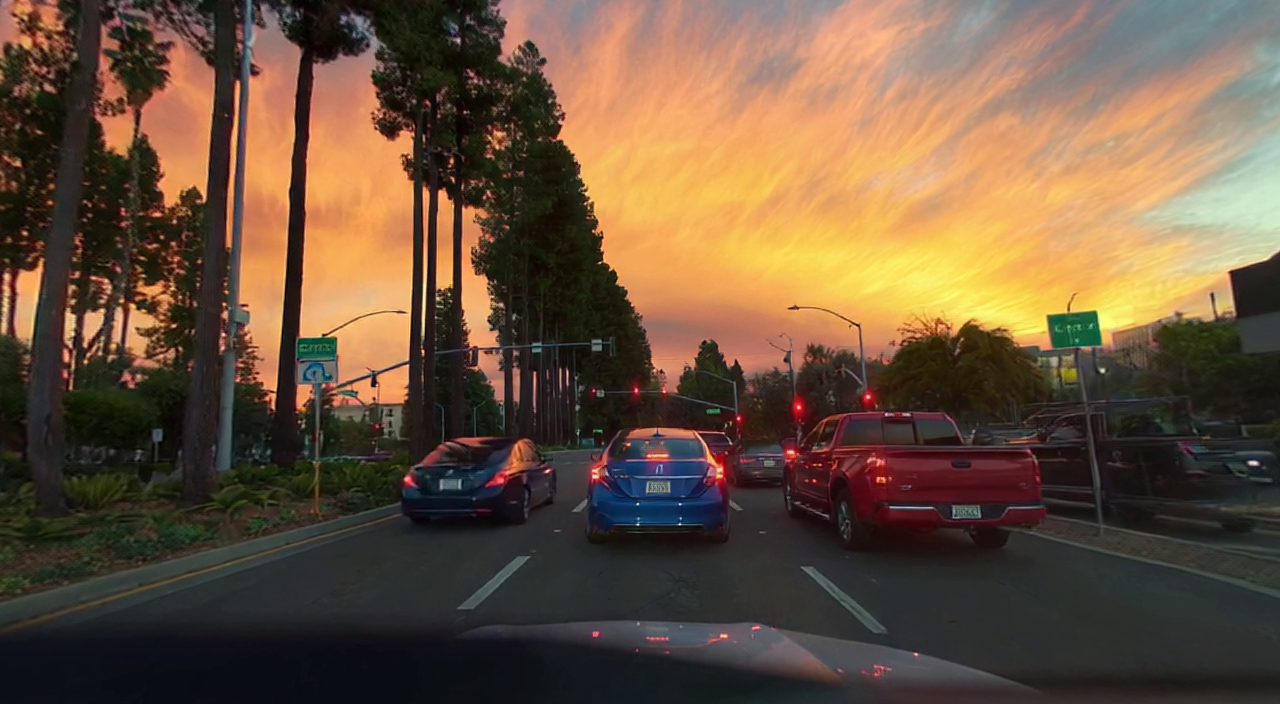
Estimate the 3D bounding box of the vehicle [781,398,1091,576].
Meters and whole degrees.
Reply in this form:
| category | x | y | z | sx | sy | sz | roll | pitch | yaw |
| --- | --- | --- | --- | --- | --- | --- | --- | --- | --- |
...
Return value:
| category | x | y | z | sx | sy | sz | roll | pitch | yaw |
| --- | --- | --- | --- | --- | --- | --- | --- | --- | --- |
| vehicle | 3.379 | 1.633 | 8.380 | 2.099 | 1.725 | 4.290 | 0 | -8 | 2 |

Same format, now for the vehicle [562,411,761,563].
| category | x | y | z | sx | sy | sz | roll | pitch | yaw |
| --- | --- | --- | --- | --- | --- | --- | --- | --- | --- |
| vehicle | 0.239 | 1.777 | 8.973 | 2.168 | 1.641 | 4.039 | 0 | -8 | 0 |

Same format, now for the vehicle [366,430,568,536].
| category | x | y | z | sx | sy | sz | roll | pitch | yaw |
| --- | --- | --- | --- | --- | --- | --- | --- | --- | --- |
| vehicle | -2.771 | 2.257 | 11.626 | 2.133 | 1.496 | 5.150 | 0 | -8 | 2 |
